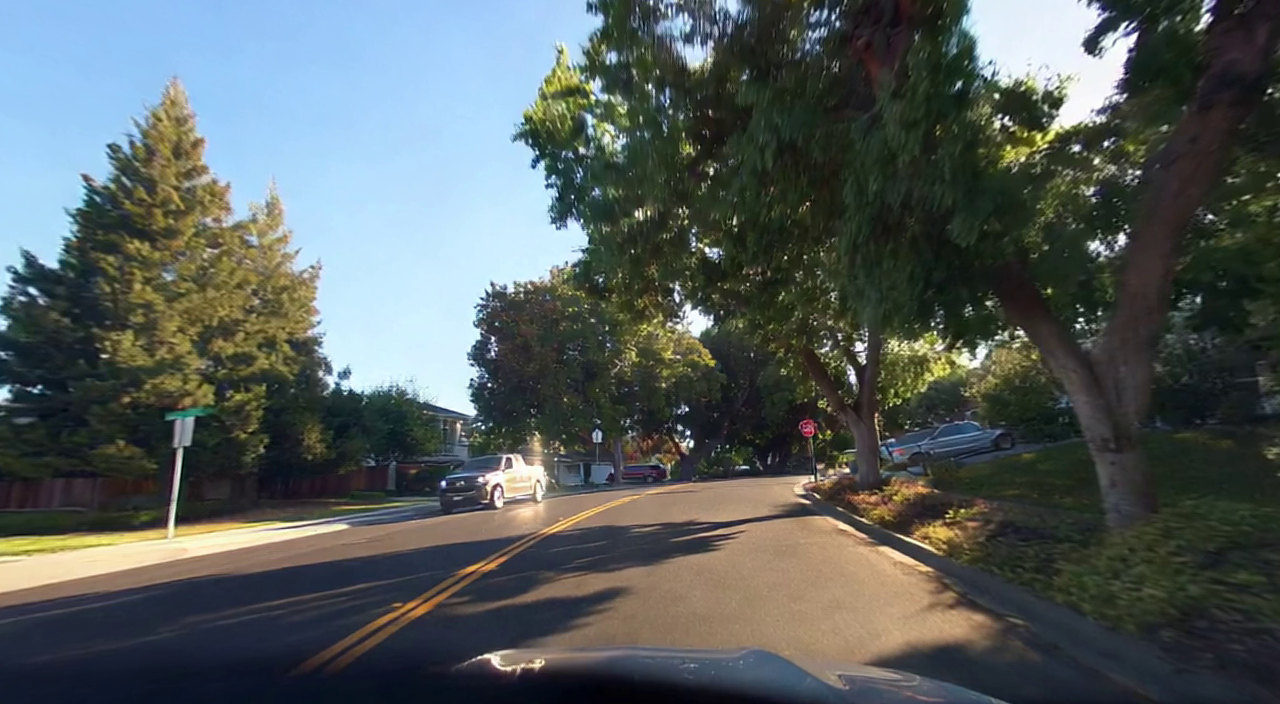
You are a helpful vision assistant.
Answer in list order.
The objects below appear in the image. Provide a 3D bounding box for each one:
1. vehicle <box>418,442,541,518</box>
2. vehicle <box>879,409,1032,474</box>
[{"bbox_3d":[-4.777,4.086,19.576,1.963,1.539,4.210,-4,-22,11],"label":"vehicle"},{"bbox_3d":[12.192,3.537,24.722,4.740,1.638,2.018,-5,-25,4],"label":"vehicle"}]
